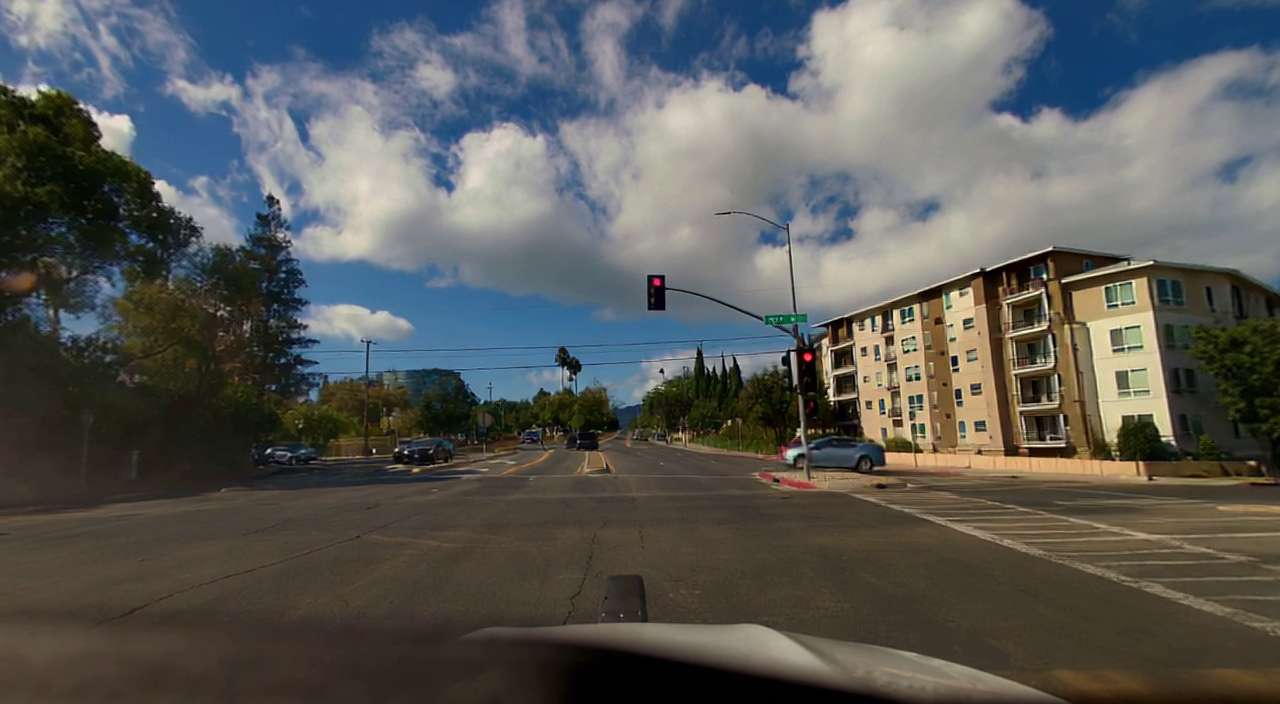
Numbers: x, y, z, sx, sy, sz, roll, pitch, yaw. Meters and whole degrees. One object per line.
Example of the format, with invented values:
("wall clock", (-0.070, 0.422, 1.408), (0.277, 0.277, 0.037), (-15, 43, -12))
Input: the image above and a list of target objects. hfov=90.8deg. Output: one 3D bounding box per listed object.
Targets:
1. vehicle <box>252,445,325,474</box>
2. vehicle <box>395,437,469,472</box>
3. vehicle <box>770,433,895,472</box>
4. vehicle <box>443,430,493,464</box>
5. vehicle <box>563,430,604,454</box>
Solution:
("vehicle", (-21.089, 6.458, 38.124), (1.981, 1.628, 4.336), (0, -9, -1))
("vehicle", (-9.681, 4.800, 29.785), (2.116, 1.521, 4.294), (0, -9, -2))
("vehicle", (8.430, 4.445, 27.980), (4.790, 1.571, 2.073), (-8, -12, 43))
("vehicle", (-9.769, 5.452, 36.191), (1.910, 1.818, 4.057), (0, -9, -3))
("vehicle", (-4.249, 6.742, 47.118), (1.993, 1.664, 4.424), (3, -9, -19))
